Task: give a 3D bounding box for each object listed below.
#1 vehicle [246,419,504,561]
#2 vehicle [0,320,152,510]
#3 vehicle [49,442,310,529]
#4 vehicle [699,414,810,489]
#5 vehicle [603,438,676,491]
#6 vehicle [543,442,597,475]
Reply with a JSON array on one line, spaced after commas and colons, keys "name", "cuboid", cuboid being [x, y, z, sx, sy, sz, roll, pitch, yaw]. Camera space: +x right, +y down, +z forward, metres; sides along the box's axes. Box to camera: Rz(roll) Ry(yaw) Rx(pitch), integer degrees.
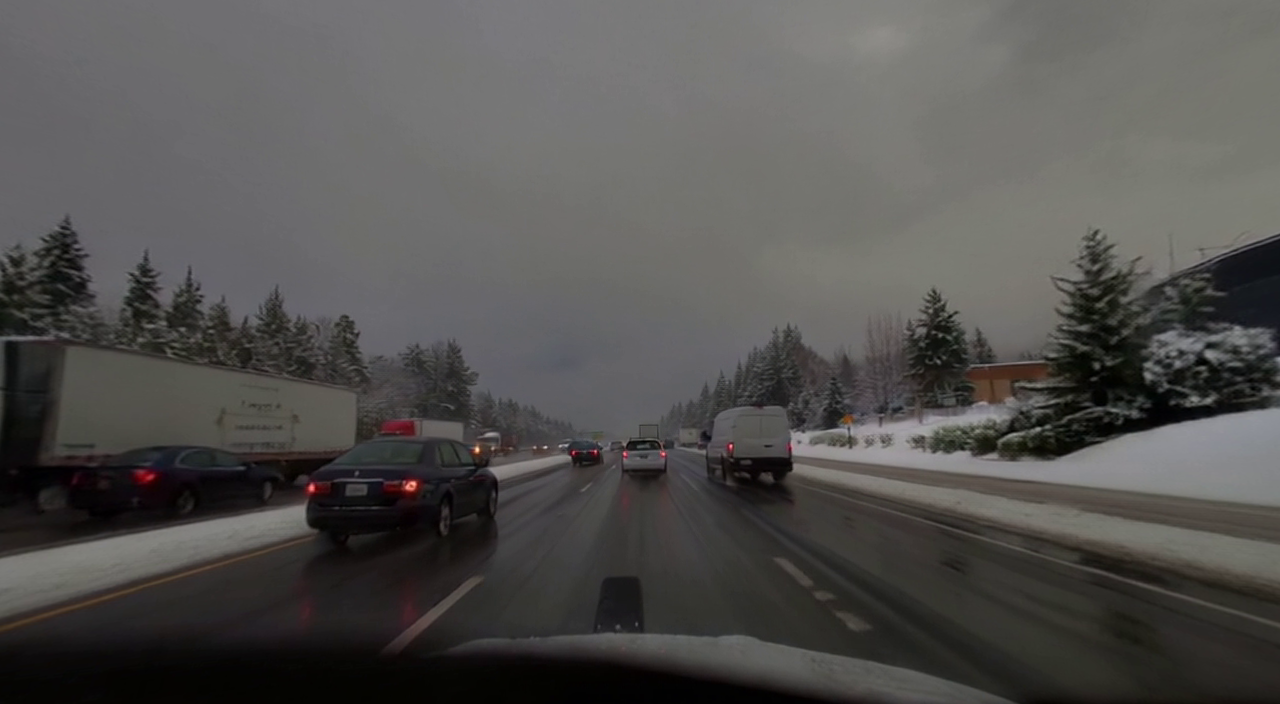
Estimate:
[{"name": "vehicle", "cuboid": [-3.497, 1.900, 9.382, 1.956, 1.602, 4.258, 0, -9, 0]}, {"name": "vehicle", "cuboid": [-15.269, 1.297, 13.084, 3.043, 4.038, 8.794, 0, -9, 0]}, {"name": "vehicle", "cuboid": [-9.022, 2.604, 12.996, 1.937, 1.450, 4.569, 0, -9, 0]}, {"name": "vehicle", "cuboid": [3.499, 3.232, 20.611, 2.460, 2.086, 5.576, 0, -9, -1]}, {"name": "vehicle", "cuboid": [-0.034, 3.464, 19.742, 2.053, 1.461, 3.941, 0, -9, 0]}, {"name": "vehicle", "cuboid": [-3.299, 5.094, 30.402, 2.062, 1.459, 4.365, 0, -9, 1]}]
